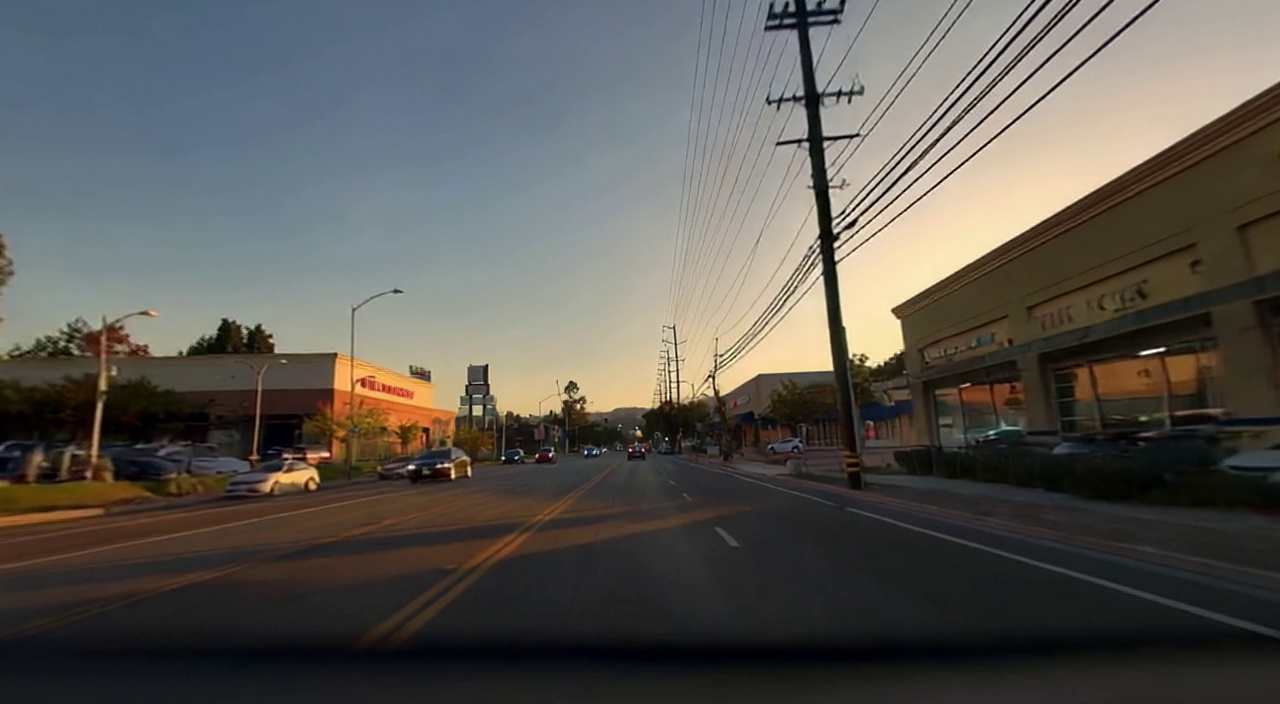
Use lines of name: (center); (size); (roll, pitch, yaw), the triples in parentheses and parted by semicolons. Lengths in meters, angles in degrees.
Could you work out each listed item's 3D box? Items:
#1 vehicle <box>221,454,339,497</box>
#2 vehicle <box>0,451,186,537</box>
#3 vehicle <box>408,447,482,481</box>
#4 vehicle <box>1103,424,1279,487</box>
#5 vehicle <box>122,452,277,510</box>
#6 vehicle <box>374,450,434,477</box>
vehicle: (-14.446, 4.956, 25.774); (1.927, 1.427, 5.198); (1, -8, -3)
vehicle: (-13.752, 3.281, 15.188); (1.793, 1.534, 5.400); (-2, -7, -1)
vehicle: (-9.188, 5.274, 30.192); (1.988, 1.472, 4.633); (0, -8, 1)
vehicle: (14.627, 2.557, 15.784); (4.524, 1.454, 1.983); (0, -8, -1)
vehicle: (-13.882, 4.034, 20.304); (1.891, 1.565, 4.315); (1, -8, -1)
vehicle: (-14.905, 7.069, 40.251); (1.954, 1.519, 5.051); (-1, -8, -1)
